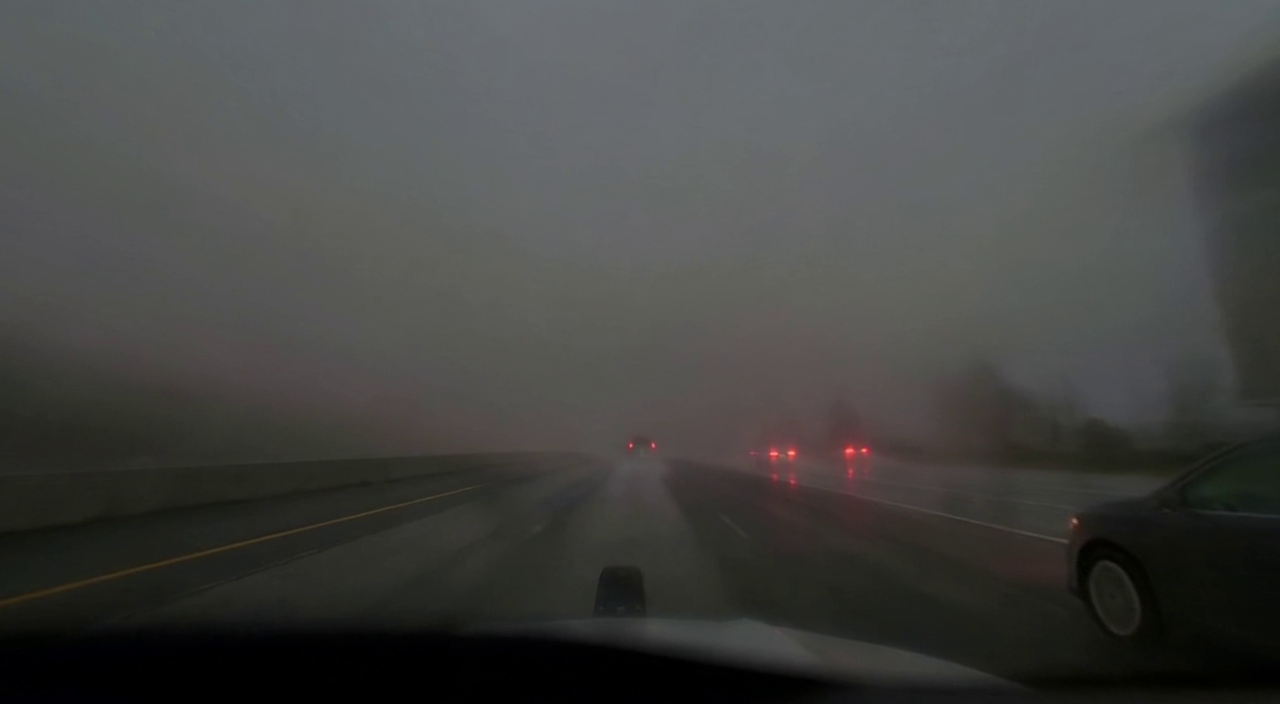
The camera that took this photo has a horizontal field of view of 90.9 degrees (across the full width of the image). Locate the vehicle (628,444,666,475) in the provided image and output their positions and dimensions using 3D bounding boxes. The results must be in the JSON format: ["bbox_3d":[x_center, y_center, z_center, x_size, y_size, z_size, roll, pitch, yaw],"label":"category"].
[{"bbox_3d":[0.375,6.028,35.589,2.015,1.639,4.086,0,-9,1],"label":"vehicle"}]

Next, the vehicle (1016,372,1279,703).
[{"bbox_3d":[3.822,0.788,2.097,2.008,1.595,5.082,0,-9,0],"label":"vehicle"}]
